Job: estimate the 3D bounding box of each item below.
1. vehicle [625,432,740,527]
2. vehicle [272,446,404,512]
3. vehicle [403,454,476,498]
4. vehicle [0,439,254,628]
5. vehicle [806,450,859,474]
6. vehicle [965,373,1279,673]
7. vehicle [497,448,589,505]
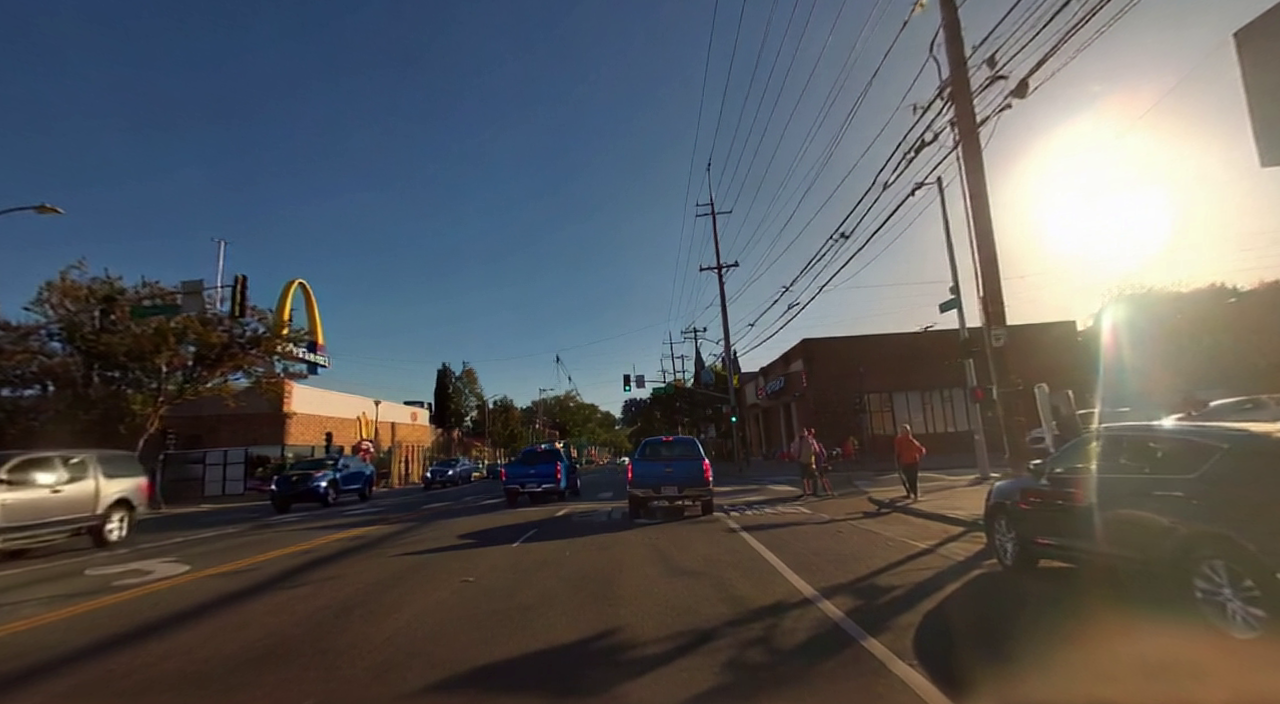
[{"bbox_3d":[0.996,2.676,13.890,2.089,1.699,4.650,-1,-9,6],"label":"vehicle"},{"bbox_3d":[-9.993,4.205,21.511,2.081,1.925,5.632,1,-9,-4],"label":"vehicle"},{"bbox_3d":[-9.174,5.669,29.219,1.961,1.814,4.418,0,-9,-1],"label":"vehicle"},{"bbox_3d":[-6.267,1.651,6.239,1.994,1.551,4.414,0,-9,1],"label":"vehicle"},{"bbox_3d":[13.143,7.516,43.327,2.075,1.556,4.585,1,-9,-2],"label":"vehicle"},{"bbox_3d":[5.024,1.322,5.614,1.974,1.823,4.576,0,-9,3],"label":"vehicle"},{"bbox_3d":[-2.962,3.901,20.276,1.995,1.554,4.618,0,-9,3],"label":"vehicle"}]
